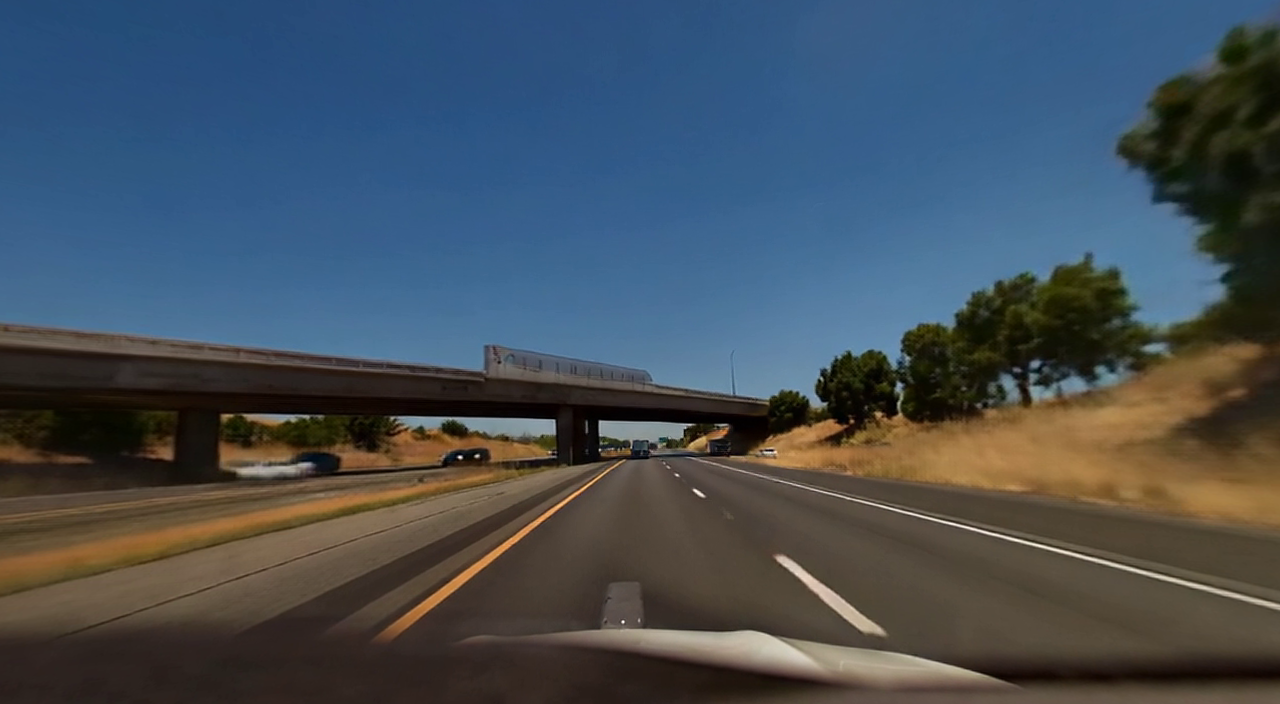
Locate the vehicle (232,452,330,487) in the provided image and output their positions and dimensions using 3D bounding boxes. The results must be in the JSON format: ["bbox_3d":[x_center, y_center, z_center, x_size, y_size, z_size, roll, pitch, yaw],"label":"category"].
[{"bbox_3d":[-17.263,5.642,30.508,1.911,1.474,4.742,0,-9,0],"label":"vehicle"}]
